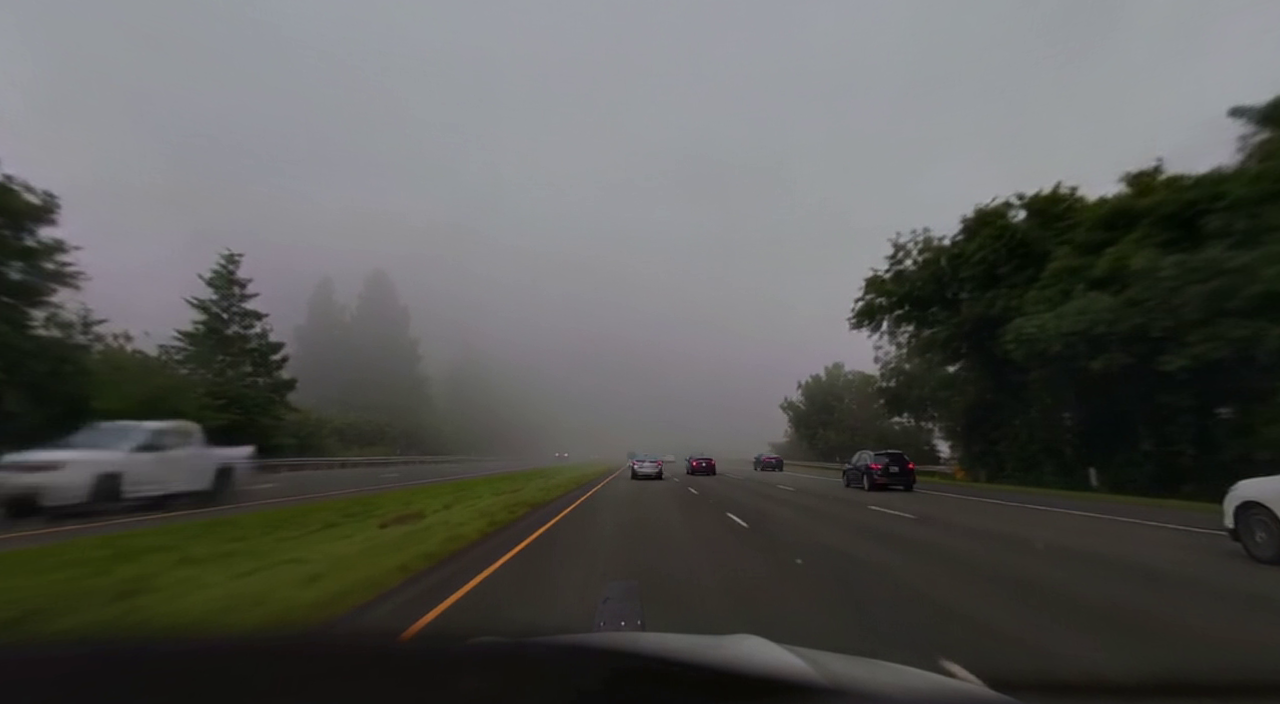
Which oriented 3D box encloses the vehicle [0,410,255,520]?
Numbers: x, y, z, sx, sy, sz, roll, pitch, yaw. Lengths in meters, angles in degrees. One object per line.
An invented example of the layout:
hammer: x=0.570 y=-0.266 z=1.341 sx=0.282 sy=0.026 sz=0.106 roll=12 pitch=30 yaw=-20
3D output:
vehicle: x=-9.310 y=1.985 z=11.367 sx=2.015 sy=1.592 sz=4.220 roll=0 pitch=-9 yaw=0

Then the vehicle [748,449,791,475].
vehicle: x=8.484 y=7.241 z=41.525 sx=1.957 sy=1.594 sz=3.632 roll=0 pitch=-9 yaw=-2

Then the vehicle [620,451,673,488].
vehicle: x=0.243 y=4.855 z=26.326 sx=2.020 sy=1.426 sz=3.702 roll=0 pitch=-9 yaw=0

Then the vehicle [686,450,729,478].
vehicle: x=3.881 y=6.533 z=36.942 sx=1.981 sy=1.518 sz=4.029 roll=0 pitch=-9 yaw=-2

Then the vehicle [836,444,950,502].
vehicle: x=7.587 y=3.640 z=19.317 sx=1.847 sy=1.554 sz=3.752 roll=0 pitch=-9 yaw=-1
